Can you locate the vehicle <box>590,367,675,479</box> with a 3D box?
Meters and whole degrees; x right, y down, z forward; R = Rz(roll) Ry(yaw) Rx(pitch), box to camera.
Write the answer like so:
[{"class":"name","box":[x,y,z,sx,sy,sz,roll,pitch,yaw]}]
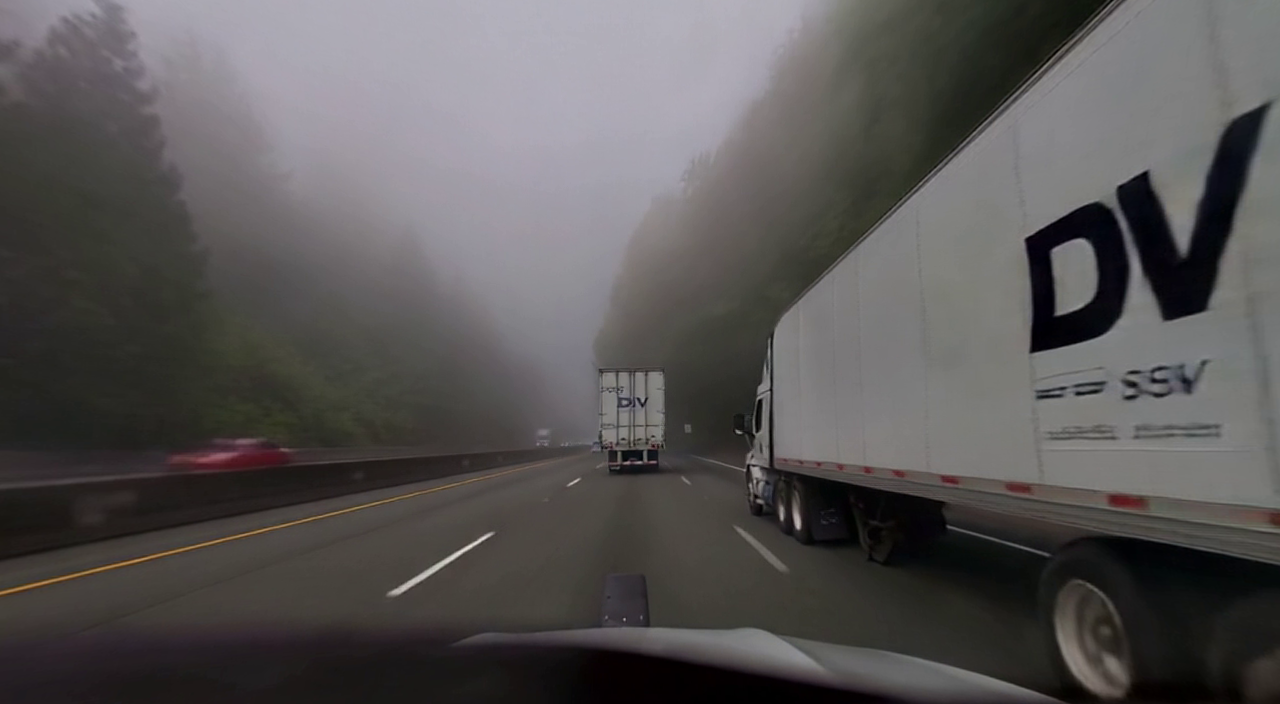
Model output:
[{"class":"vehicle","box":[-0.410,3.217,27.438,2.969,3.957,10.270,0,-8,-2]}]
